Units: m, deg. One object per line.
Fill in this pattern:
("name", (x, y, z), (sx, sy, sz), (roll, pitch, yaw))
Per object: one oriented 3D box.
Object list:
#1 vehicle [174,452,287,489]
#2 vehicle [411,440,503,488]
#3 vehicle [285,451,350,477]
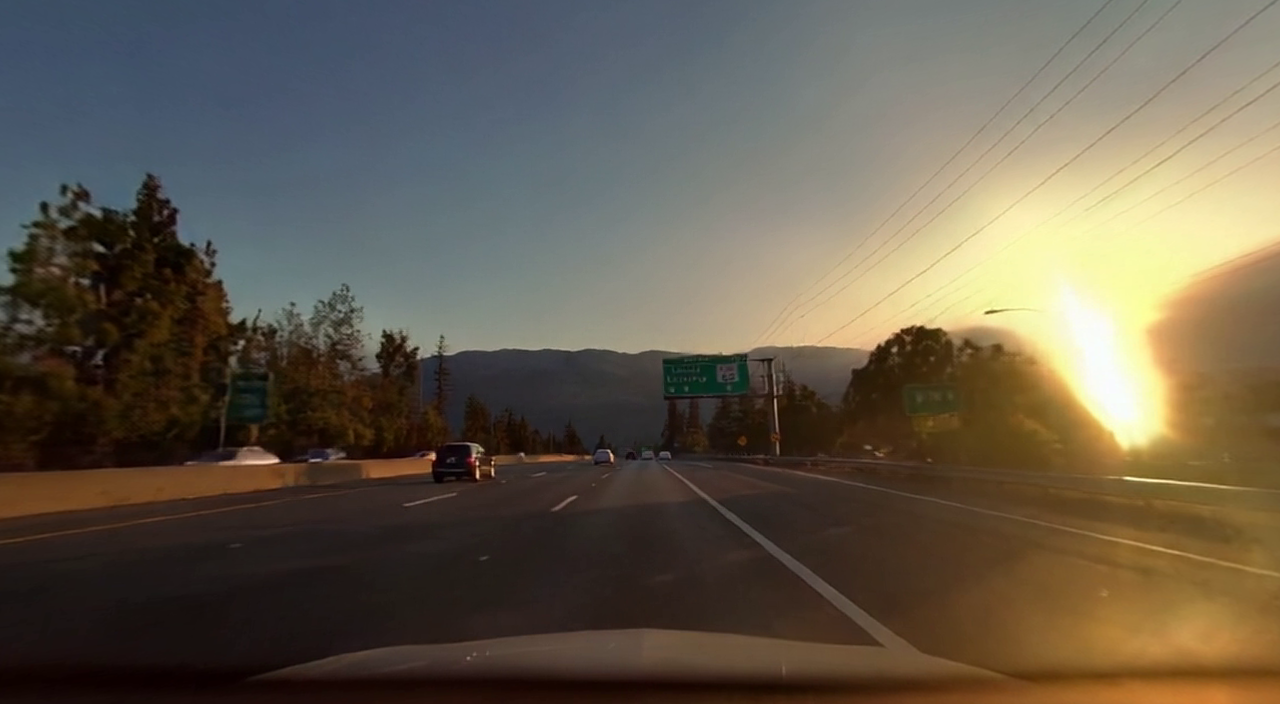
("vehicle", (-18.243, 5.252, 28.407), (1.865, 1.480, 4.705), (0, -9, 1))
("vehicle", (-7.108, 4.385, 25.096), (2.118, 1.696, 4.836), (-1, -9, 2))
("vehicle", (-21.955, 7.613, 43.141), (1.919, 1.584, 4.826), (0, -9, 0))
